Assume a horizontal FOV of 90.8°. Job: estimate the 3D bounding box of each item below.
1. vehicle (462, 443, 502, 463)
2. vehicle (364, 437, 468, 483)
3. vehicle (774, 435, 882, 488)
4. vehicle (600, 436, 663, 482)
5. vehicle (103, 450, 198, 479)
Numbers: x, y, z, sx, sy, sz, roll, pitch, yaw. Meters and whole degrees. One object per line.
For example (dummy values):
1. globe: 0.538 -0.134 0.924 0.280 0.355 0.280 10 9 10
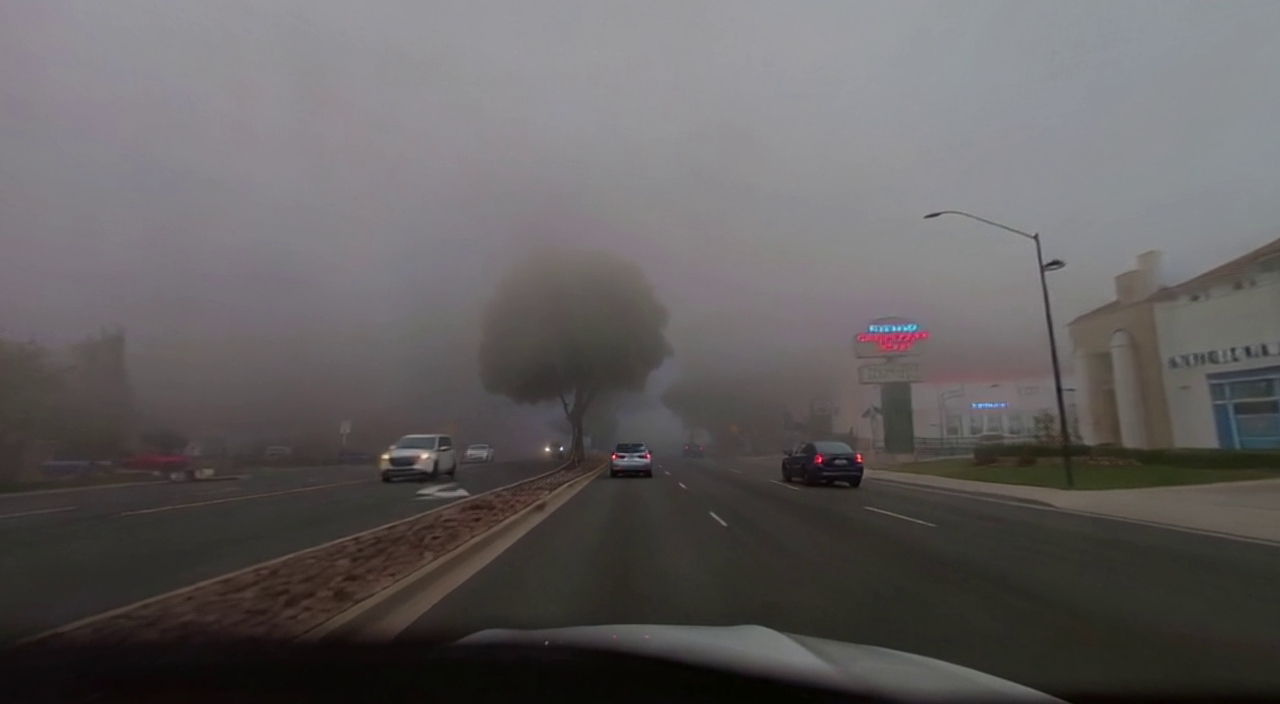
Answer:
1. vehicle: -11.920 7.638 47.812 1.833 1.464 4.463 0 -9 0
2. vehicle: -8.311 4.062 24.070 2.049 1.543 5.131 0 -9 0
3. vehicle: 6.357 3.772 22.027 2.244 1.618 4.585 0 -9 -2
4. vehicle: -0.316 3.884 23.135 2.106 1.496 3.964 0 -9 -1
5. vehicle: -31.944 7.303 41.292 4.619 1.748 2.040 8 -11 -41
